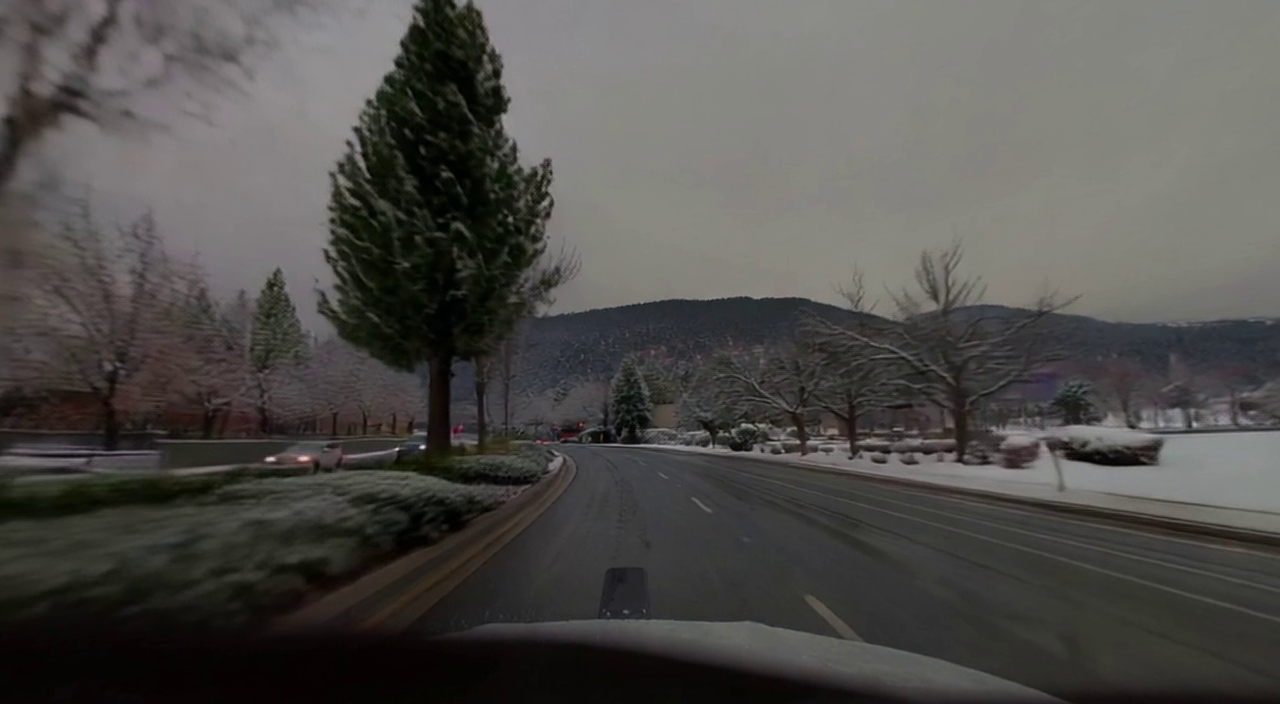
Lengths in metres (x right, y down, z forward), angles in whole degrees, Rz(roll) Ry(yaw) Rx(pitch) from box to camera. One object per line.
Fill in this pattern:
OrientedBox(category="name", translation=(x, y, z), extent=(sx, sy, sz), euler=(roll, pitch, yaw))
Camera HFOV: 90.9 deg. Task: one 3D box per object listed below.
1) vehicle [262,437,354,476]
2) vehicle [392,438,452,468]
OrientedBox(category="vehicle", translation=(-14.001, 4.420, 26.882), extent=(1.842, 1.495, 4.375), euler=(0, -8, -5))
OrientedBox(category="vehicle", translation=(-11.381, 5.308, 33.255), extent=(1.953, 1.458, 4.544), euler=(1, -8, -5))
